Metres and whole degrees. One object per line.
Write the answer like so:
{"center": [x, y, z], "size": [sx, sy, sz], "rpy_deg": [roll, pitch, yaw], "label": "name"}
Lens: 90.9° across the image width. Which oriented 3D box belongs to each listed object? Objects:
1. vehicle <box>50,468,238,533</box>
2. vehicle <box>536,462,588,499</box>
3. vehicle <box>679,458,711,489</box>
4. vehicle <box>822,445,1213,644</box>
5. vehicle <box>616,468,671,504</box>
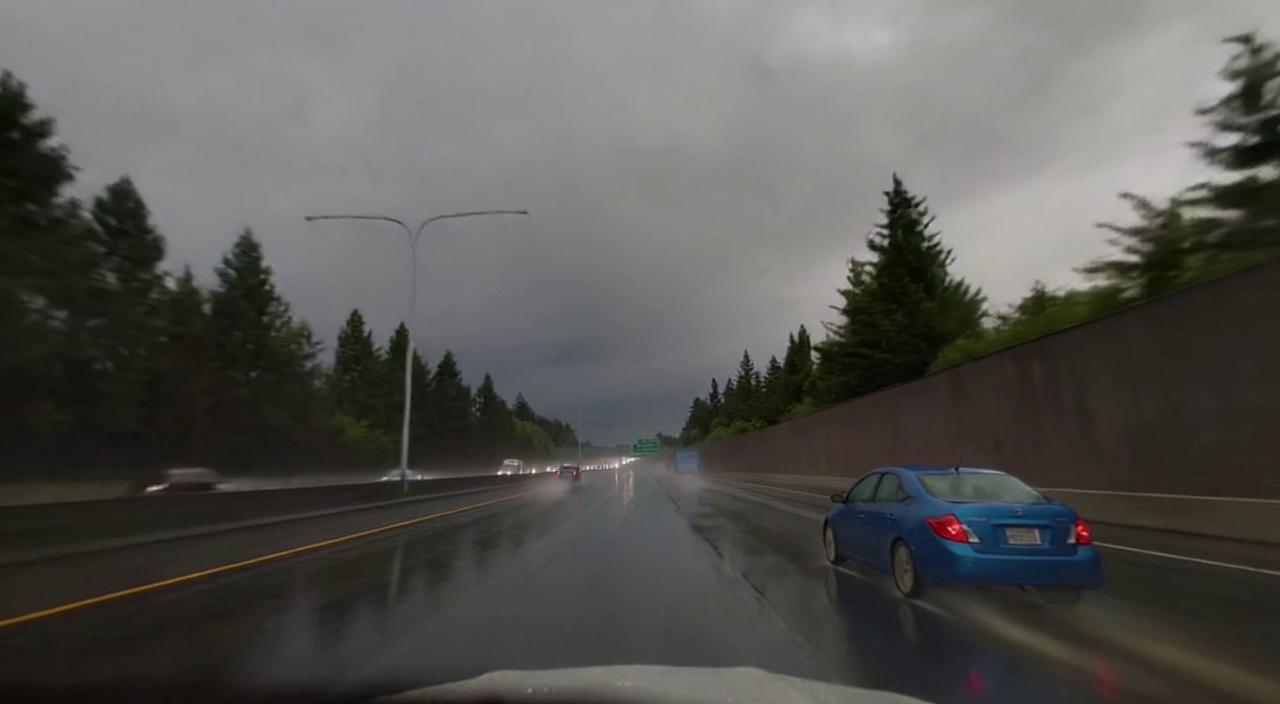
{"center": [-12.478, 3.722, 16.208], "size": [1.767, 1.415, 3.665], "rpy_deg": [1, -10, 1], "label": "vehicle"}
{"center": [-3.910, 6.510, 32.179], "size": [2.021, 1.706, 4.247], "rpy_deg": [0, -10, 1], "label": "vehicle"}
{"center": [4.146, 9.195, 47.767], "size": [2.030, 2.172, 3.621], "rpy_deg": [1, -10, -1], "label": "vehicle"}
{"center": [3.615, 1.910, 7.062], "size": [1.938, 1.561, 3.786], "rpy_deg": [1, -10, -1], "label": "vehicle"}
{"center": [0.152, 5.835, 27.709], "size": [2.241, 1.425, 3.973], "rpy_deg": [1, -10, 0], "label": "vehicle"}
